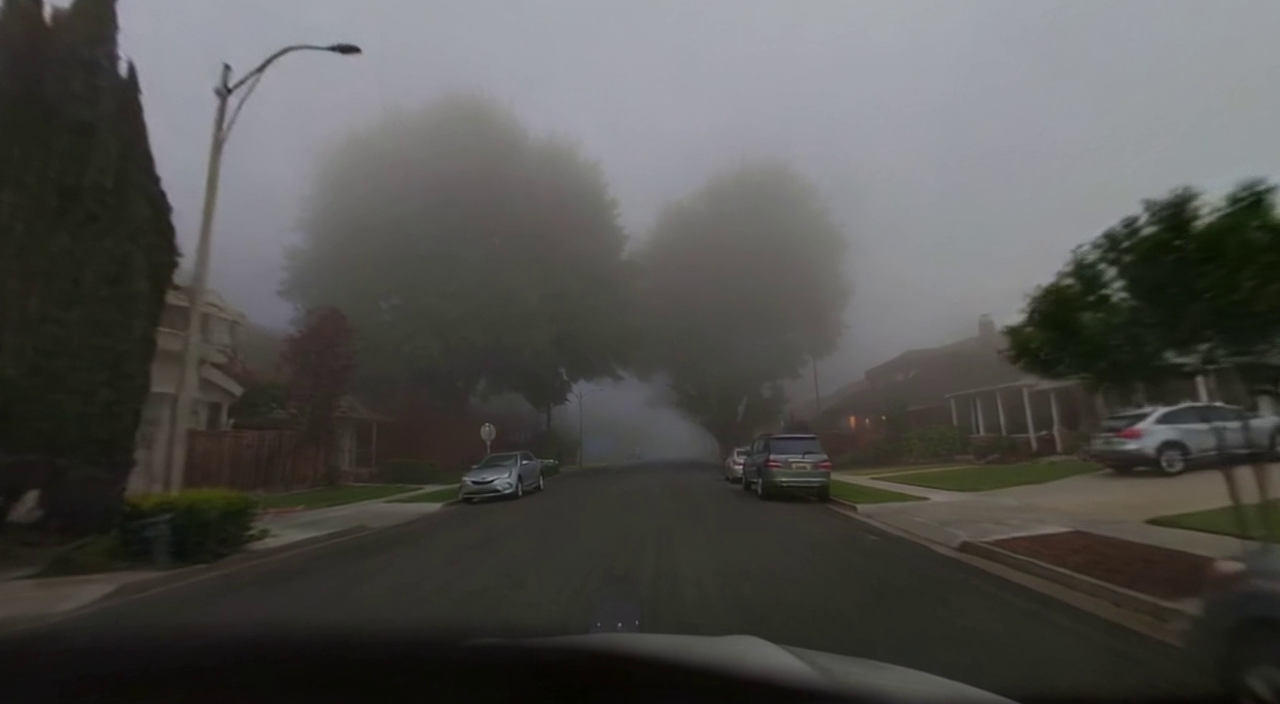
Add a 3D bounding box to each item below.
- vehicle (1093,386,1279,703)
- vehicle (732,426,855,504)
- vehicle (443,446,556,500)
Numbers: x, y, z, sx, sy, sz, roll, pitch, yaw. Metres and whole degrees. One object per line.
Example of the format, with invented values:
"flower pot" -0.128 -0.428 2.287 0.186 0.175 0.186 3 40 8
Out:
"vehicle" 3.644 0.783 1.309 2.079 1.651 4.783 0 -8 4
"vehicle" 4.270 3.254 18.770 2.350 1.912 5.696 0 -8 1
"vehicle" -4.113 3.657 19.349 2.234 1.377 4.413 -2 -10 3
